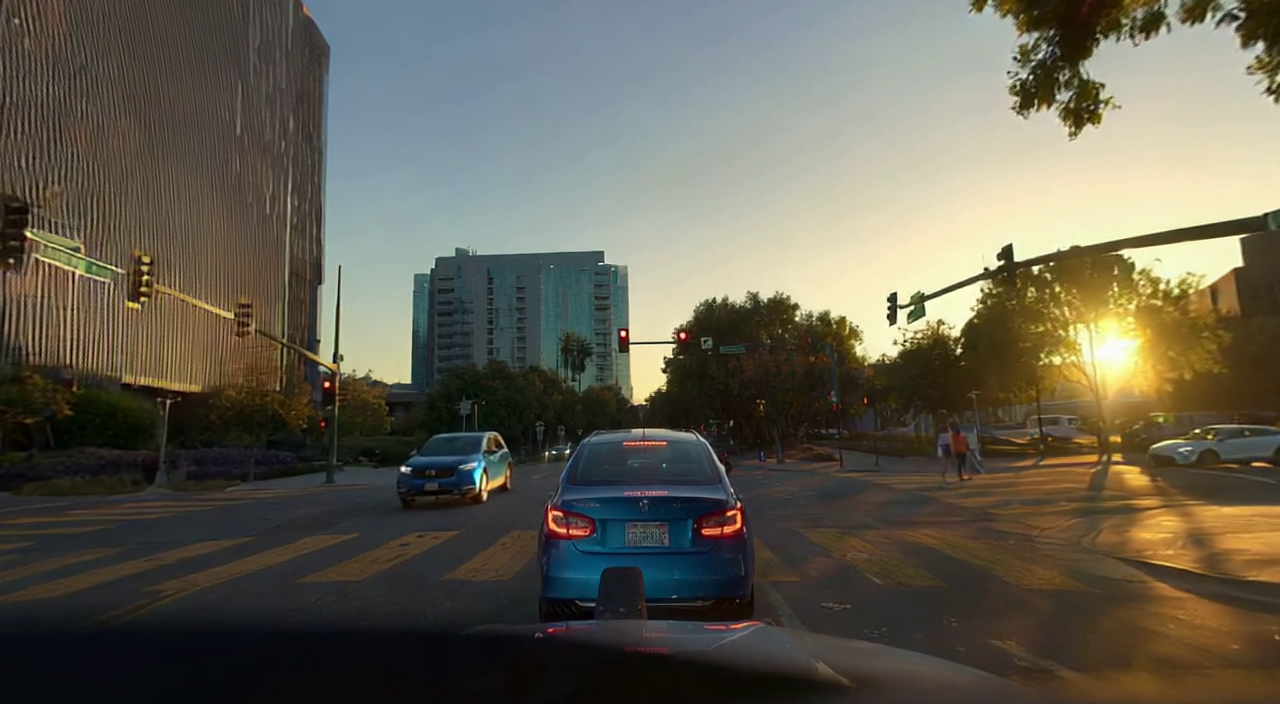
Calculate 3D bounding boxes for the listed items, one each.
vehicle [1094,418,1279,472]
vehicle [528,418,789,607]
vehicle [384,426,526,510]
[{"bbox_3d":[19.135,3.266,22.220,4.675,1.772,1.945,0,-8,0],"label":"vehicle"},{"bbox_3d":[-0.139,1.653,7.492,1.893,1.532,4.145,2,-9,-16],"label":"vehicle"},{"bbox_3d":[-4.329,2.791,15.659,2.006,1.756,4.599,0,-8,1],"label":"vehicle"}]
